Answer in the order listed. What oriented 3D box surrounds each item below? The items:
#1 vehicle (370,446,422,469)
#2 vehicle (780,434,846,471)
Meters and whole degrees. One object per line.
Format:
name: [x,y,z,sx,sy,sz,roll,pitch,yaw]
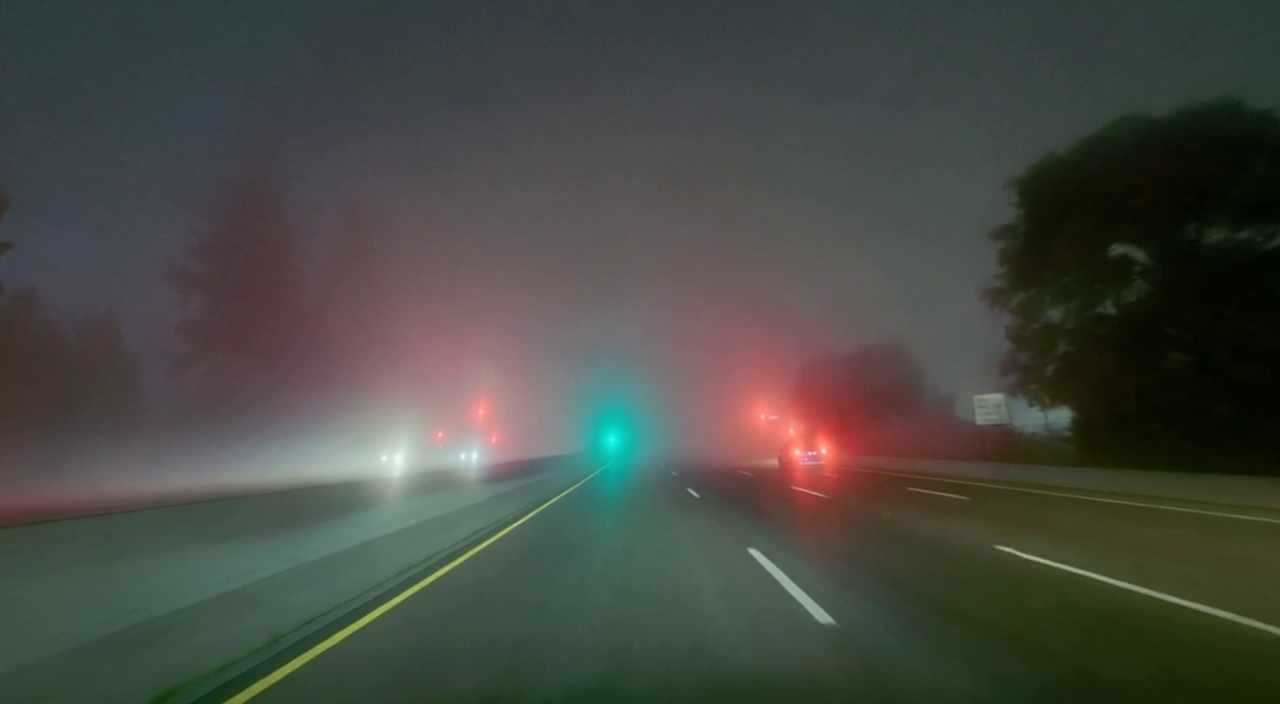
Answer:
vehicle: [-18.652,8.073,48.351,2.043,1.627,4.595,0,-8,1]
vehicle: [9.189,5.395,33.902,2.170,1.830,4.720,0,-8,0]
